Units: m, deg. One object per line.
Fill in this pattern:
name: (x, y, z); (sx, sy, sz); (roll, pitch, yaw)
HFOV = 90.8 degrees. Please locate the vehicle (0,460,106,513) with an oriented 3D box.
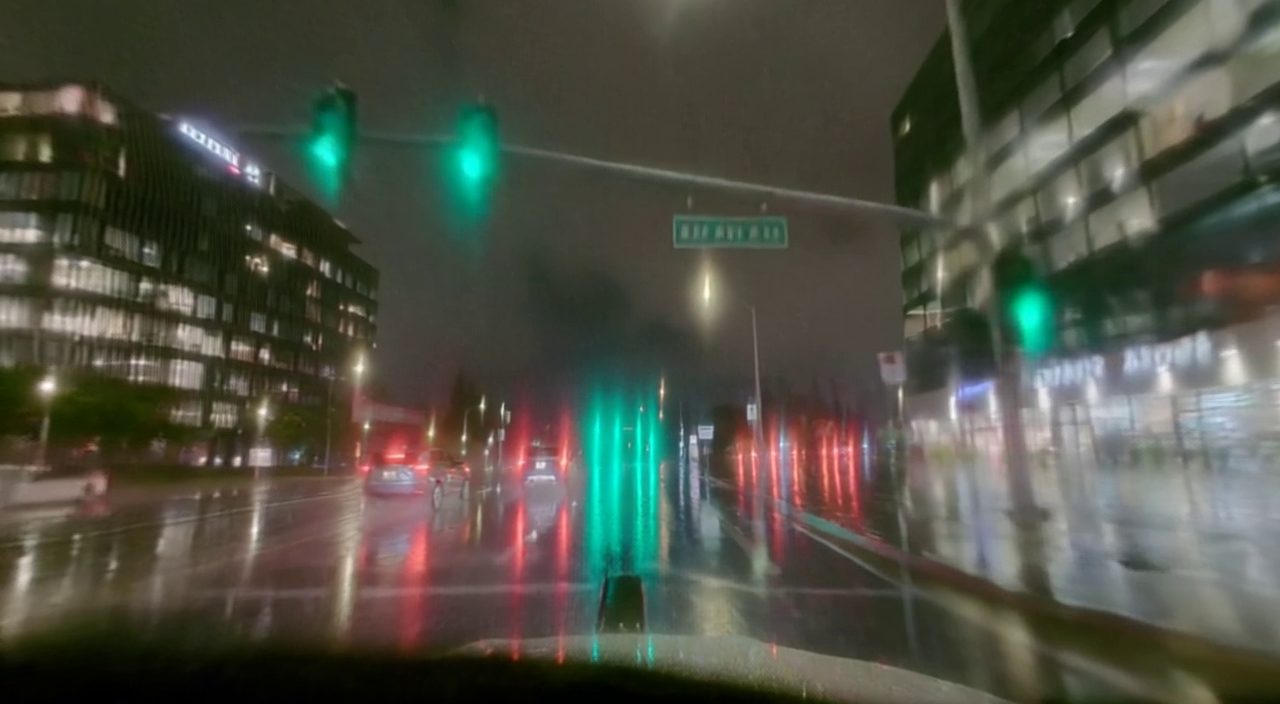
vehicle: (-20.830, 4.414, 20.912); (2.050, 1.519, 4.736); (0, -8, 2)

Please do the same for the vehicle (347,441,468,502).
vehicle: (-6.895, 3.559, 19.343); (1.909, 1.605, 4.561); (0, -8, 1)

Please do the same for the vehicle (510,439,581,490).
vehicle: (-3.430, 4.164, 23.706); (2.052, 1.729, 4.195); (0, -8, 0)
